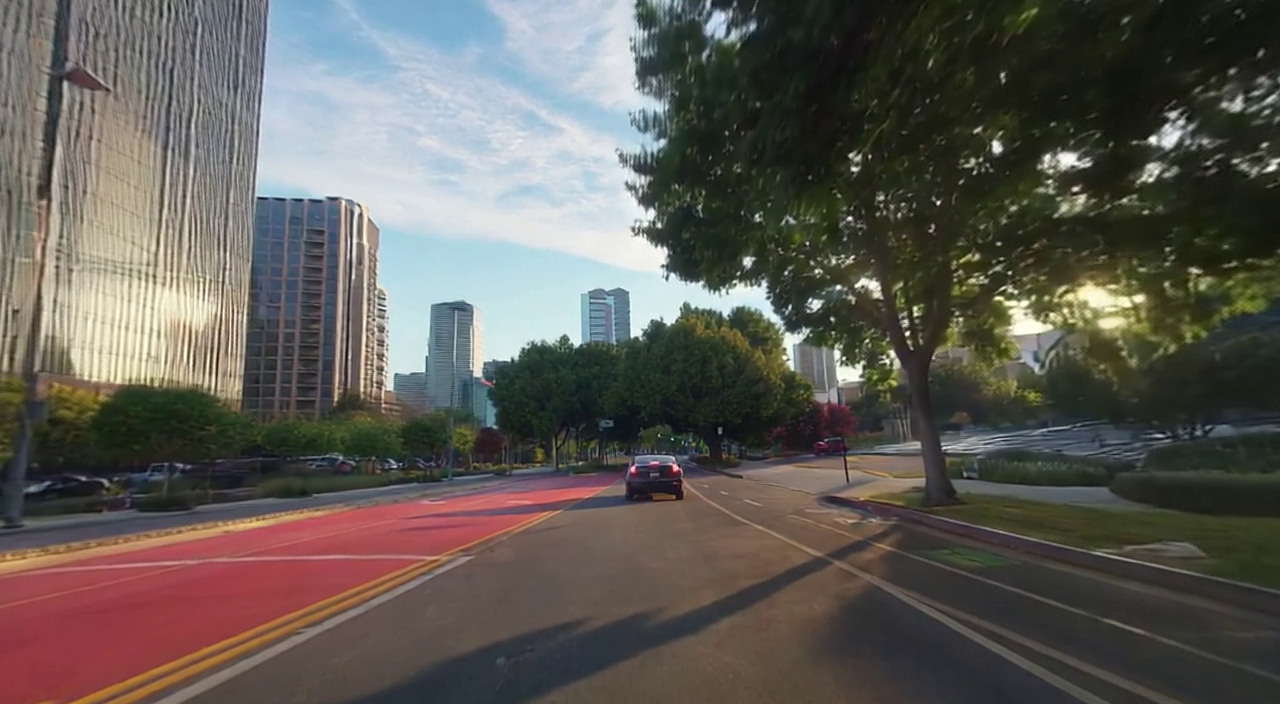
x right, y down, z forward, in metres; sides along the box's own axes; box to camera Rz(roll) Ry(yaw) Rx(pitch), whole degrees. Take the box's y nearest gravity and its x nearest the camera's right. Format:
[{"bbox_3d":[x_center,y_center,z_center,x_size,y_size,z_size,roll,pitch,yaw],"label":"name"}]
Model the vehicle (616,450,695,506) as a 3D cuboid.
[{"bbox_3d":[0.396,3.636,18.611,2.063,1.442,4.135,0,-9,0],"label":"vehicle"}]
